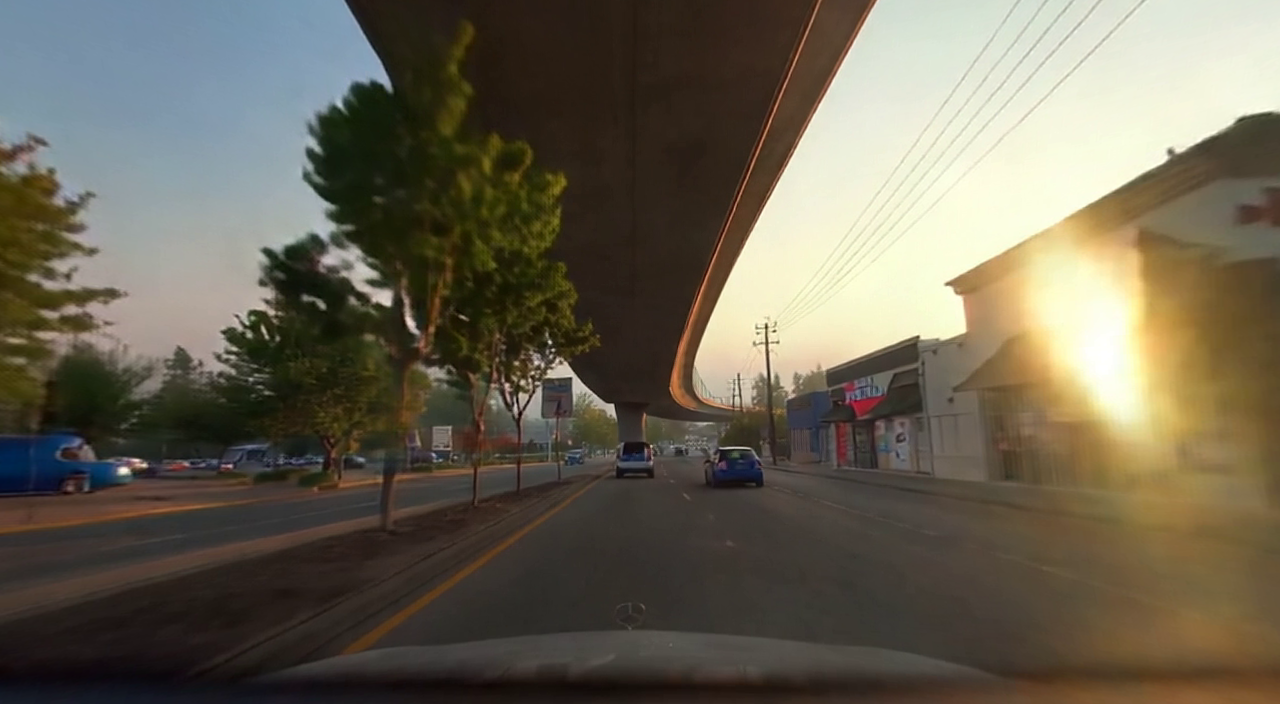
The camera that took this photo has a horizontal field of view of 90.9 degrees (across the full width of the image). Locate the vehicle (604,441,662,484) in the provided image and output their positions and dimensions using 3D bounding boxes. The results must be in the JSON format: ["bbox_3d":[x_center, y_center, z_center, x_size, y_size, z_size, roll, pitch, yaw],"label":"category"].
[{"bbox_3d":[-0.301,5.043,29.067,2.441,1.813,4.581,0,-9,0],"label":"vehicle"}]

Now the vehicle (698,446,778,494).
[{"bbox_3d":[3.277,4.034,21.985,1.954,1.479,4.557,0,-9,-1],"label":"vehicle"}]
